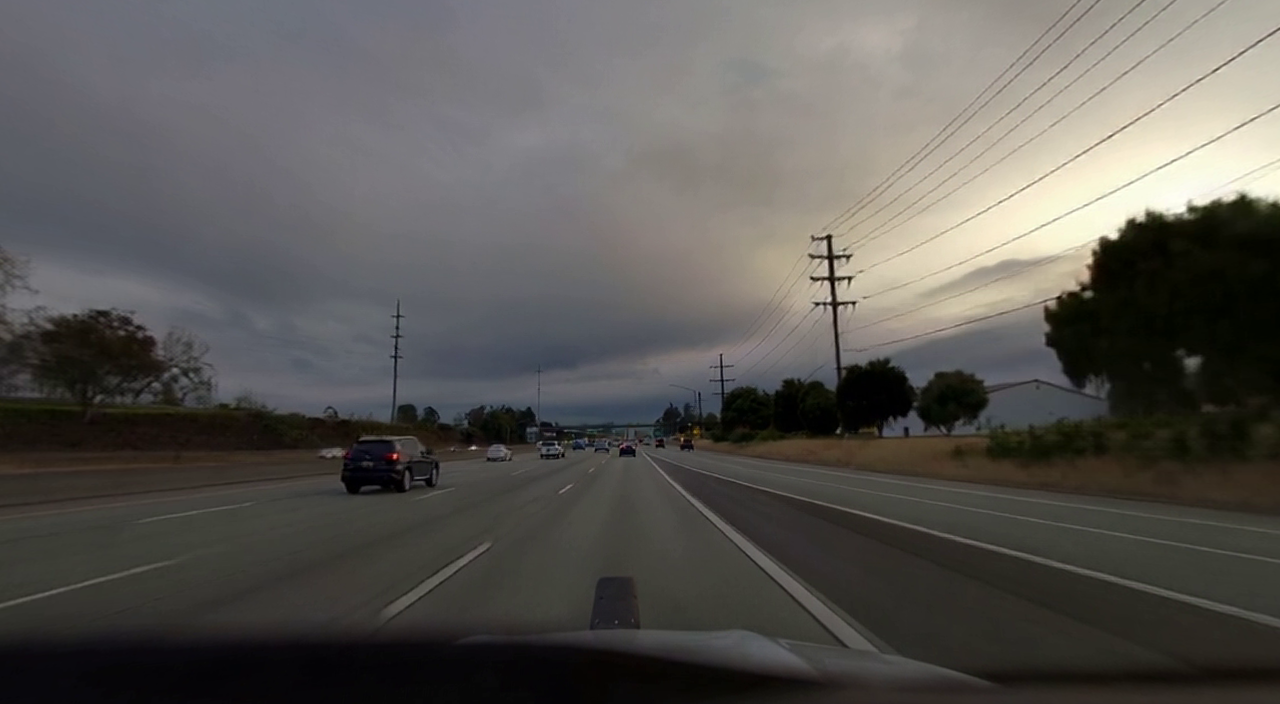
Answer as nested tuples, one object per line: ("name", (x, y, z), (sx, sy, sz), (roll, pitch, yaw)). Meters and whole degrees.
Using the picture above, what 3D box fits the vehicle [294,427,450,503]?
("vehicle", (-7.205, 3.101, 17.797), (2.115, 1.799, 5.444), (0, -9, -1))
